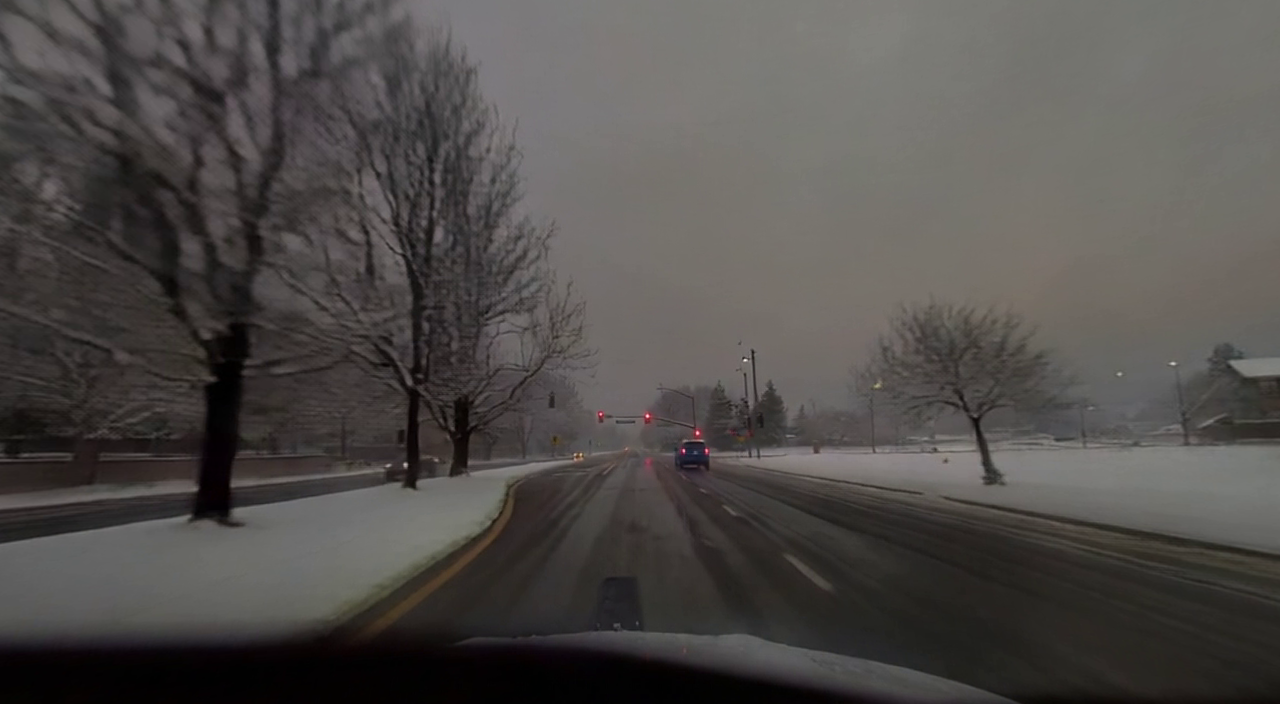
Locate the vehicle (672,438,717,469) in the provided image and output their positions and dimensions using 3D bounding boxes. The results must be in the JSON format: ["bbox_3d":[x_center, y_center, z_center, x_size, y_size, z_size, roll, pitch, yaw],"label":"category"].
[{"bbox_3d":[3.405,6.468,40.420,2.229,1.795,4.927,0,-9,-2],"label":"vehicle"}]
